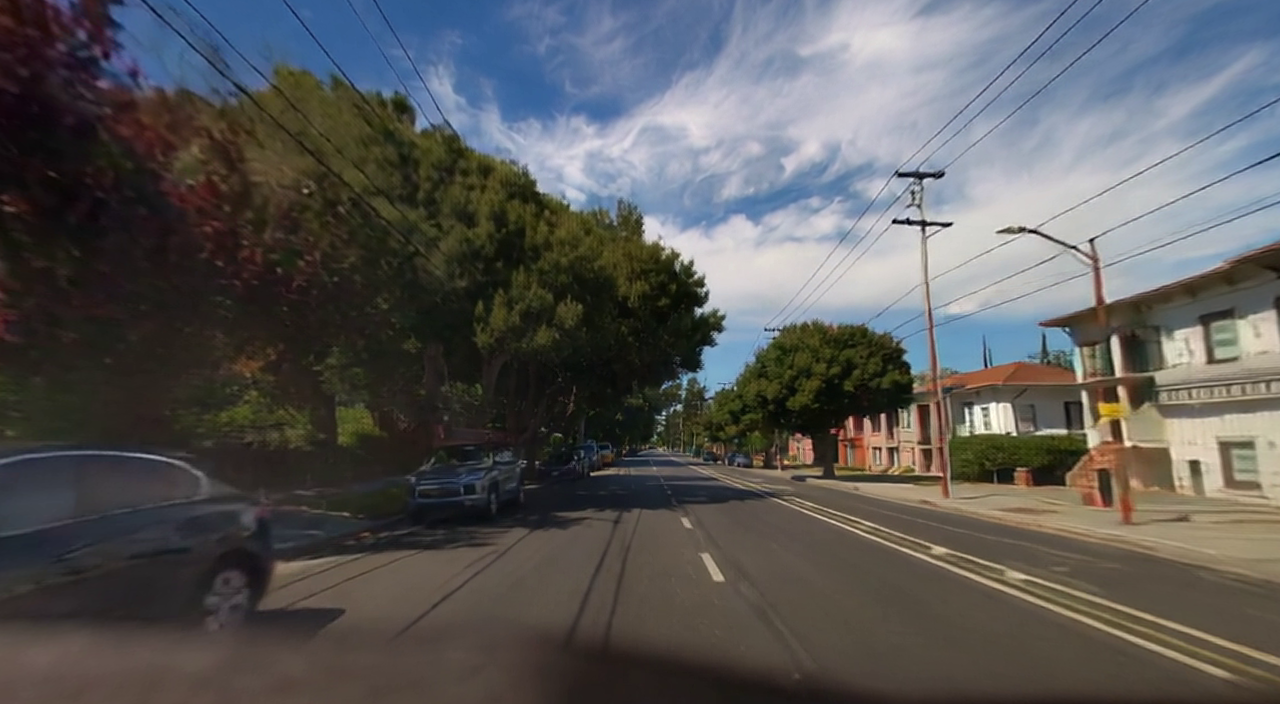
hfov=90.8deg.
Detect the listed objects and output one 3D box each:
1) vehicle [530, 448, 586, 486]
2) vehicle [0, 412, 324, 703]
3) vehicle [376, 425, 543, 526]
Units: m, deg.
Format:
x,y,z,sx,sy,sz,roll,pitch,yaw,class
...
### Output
x,y,z,sx,sy,sz,roll,pitch,yaw,class
-3.705,5.273,29.328,1.917,1.516,4.898,-2,-9,0,vehicle
-3.621,1.092,2.992,1.825,1.542,4.715,-1,-8,0,vehicle
-3.865,2.776,14.865,2.189,1.887,5.616,-1,-9,1,vehicle
